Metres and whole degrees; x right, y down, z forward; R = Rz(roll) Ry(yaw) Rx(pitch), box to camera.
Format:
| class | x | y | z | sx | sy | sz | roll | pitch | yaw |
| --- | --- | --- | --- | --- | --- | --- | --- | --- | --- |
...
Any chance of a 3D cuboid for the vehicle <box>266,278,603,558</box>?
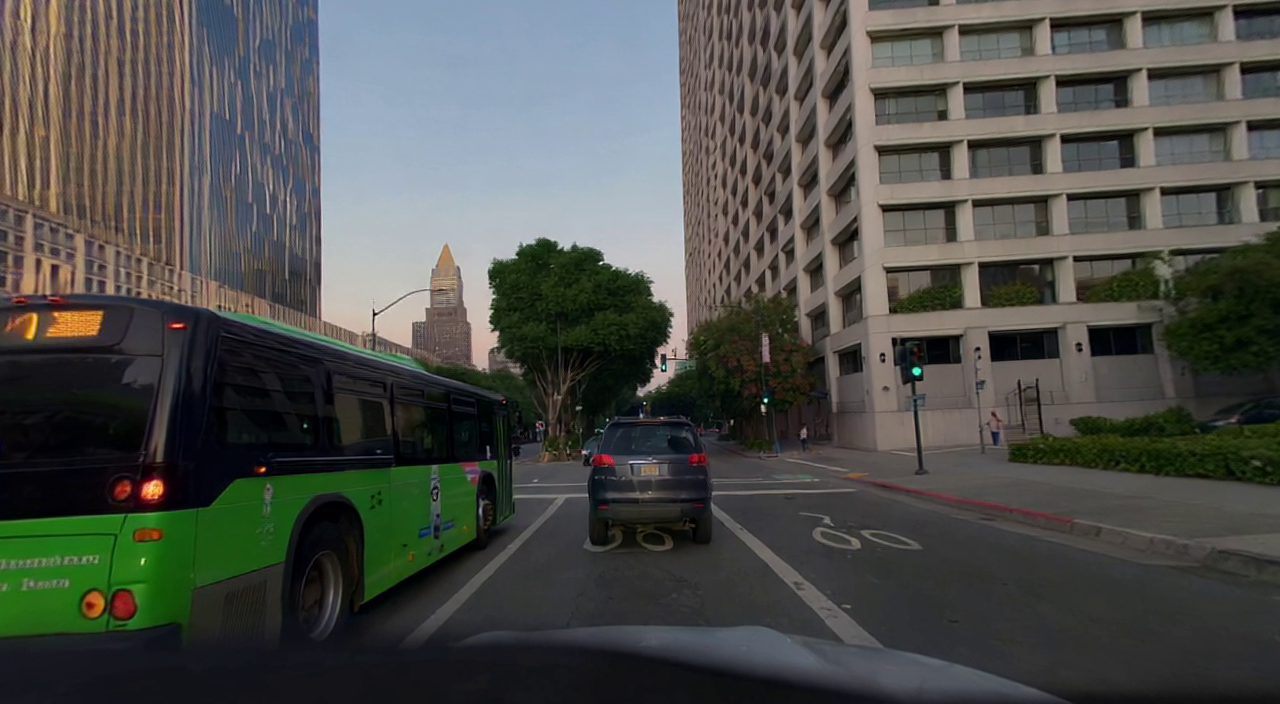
| class | x | y | z | sx | sy | sz | roll | pitch | yaw |
| --- | --- | --- | --- | --- | --- | --- | --- | --- | --- |
| vehicle | -2.881 | 1.780 | 14.554 | 3.042 | 3.445 | 13.615 | 0 | -9 | 1 |

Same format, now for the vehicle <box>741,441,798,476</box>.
| class | x | y | z | sx | sy | sz | roll | pitch | yaw |
| --- | --- | --- | --- | --- | --- | --- | --- | --- | --- |
| vehicle | 6.163 | 5.103 | 30.468 | 1.919 | 1.529 | 4.059 | 0 | -9 | 1 |

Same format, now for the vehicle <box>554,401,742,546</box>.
| class | x | y | z | sx | sy | sz | roll | pitch | yaw |
| --- | --- | --- | --- | --- | --- | --- | --- | --- | --- |
| vehicle | 0.128 | 1.946 | 10.638 | 2.500 | 1.912 | 4.270 | 0 | -9 | 1 |

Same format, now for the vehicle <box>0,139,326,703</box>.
| class | x | y | z | sx | sy | sz | roll | pitch | yaw |
| --- | --- | --- | --- | --- | --- | --- | --- | --- | --- |
| vehicle | -2.754 | 0.331 | 0.231 | 2.329 | 2.089 | 5.659 | 0 | -9 | 0 |
